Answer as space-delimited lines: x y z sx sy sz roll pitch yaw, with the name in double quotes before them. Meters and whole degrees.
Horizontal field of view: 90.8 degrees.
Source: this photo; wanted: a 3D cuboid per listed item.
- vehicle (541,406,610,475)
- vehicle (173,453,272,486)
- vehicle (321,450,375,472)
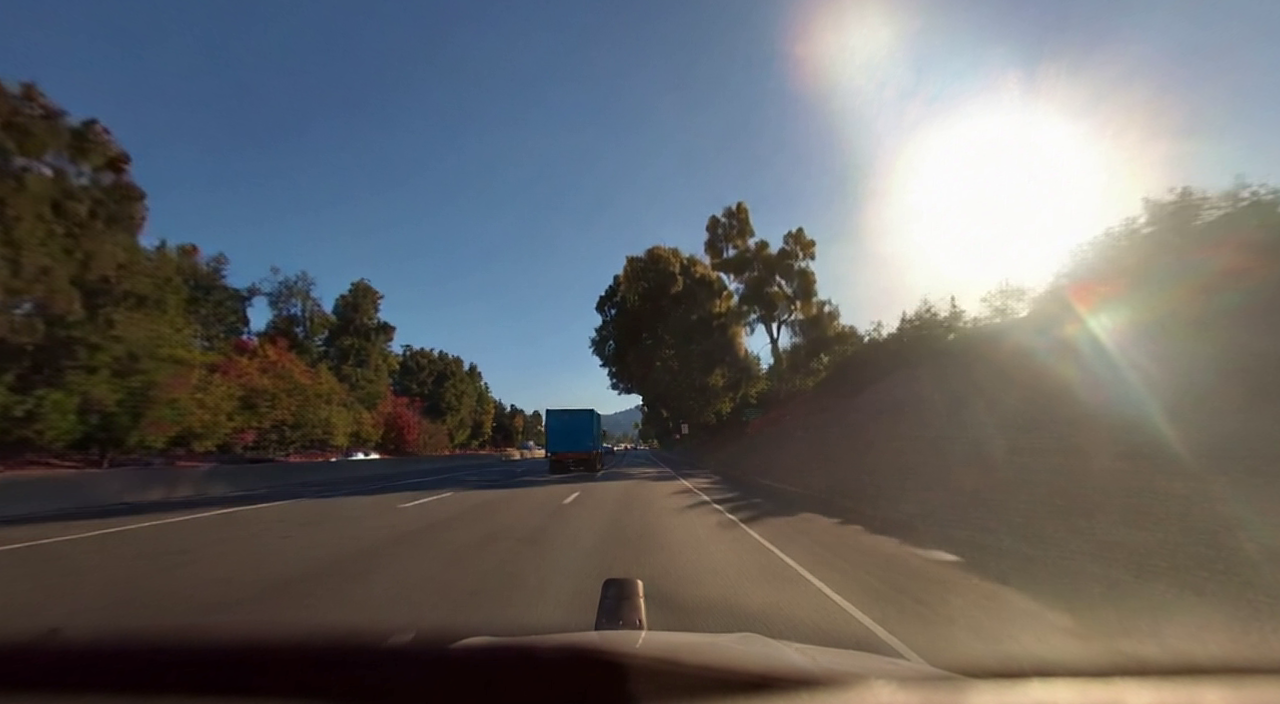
"vehicle" -3.321 4.890 34.679 2.874 3.309 8.208 0 -9 0
"vehicle" -21.297 5.983 32.463 1.930 1.474 4.576 -1 -9 0
"vehicle" -21.333 7.974 46.349 1.915 1.525 4.408 0 -9 0
